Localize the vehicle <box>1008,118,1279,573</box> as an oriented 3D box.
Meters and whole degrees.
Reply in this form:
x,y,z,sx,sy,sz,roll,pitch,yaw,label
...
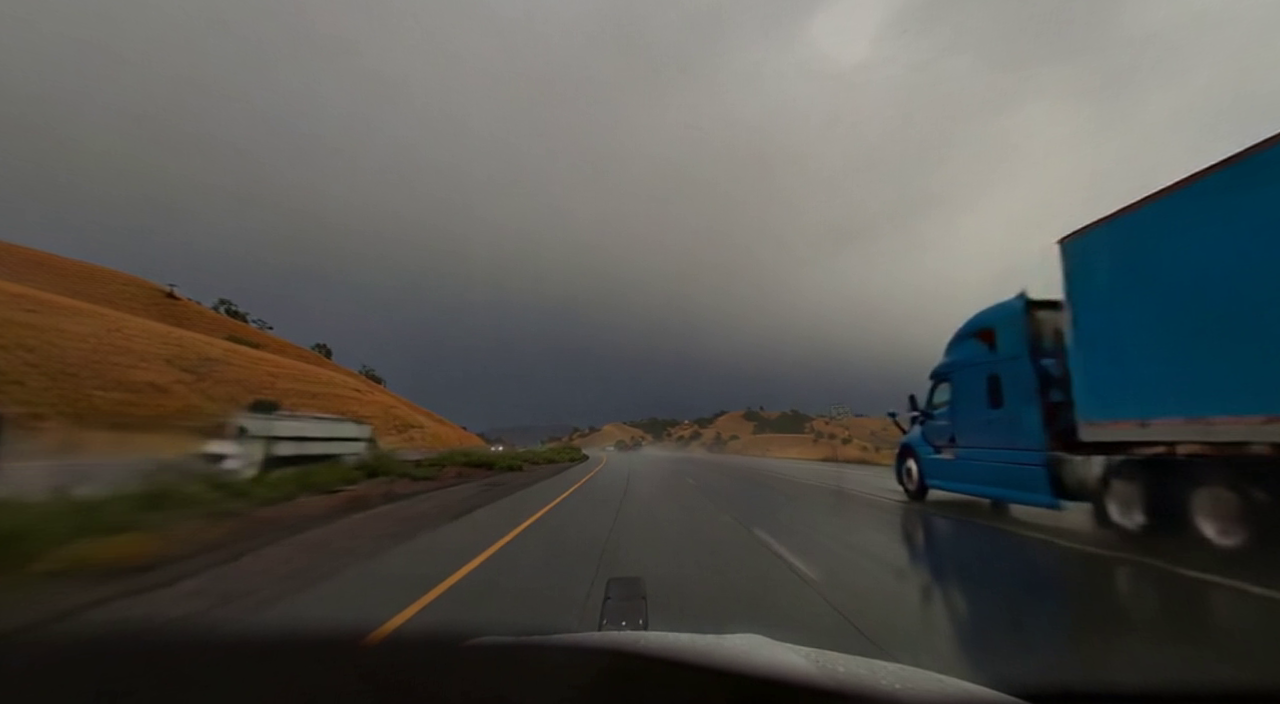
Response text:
x,y,z,sx,sy,sz,roll,pitch,yaw,label
7.382,-0.631,1.804,2.923,4.182,16.345,-1,-8,0,vehicle

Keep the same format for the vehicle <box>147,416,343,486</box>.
x,y,z,sx,sy,sz,roll,pitch,yaw,label
-14.606,3.733,24.212,2.850,2.258,7.202,-1,-8,0,vehicle
